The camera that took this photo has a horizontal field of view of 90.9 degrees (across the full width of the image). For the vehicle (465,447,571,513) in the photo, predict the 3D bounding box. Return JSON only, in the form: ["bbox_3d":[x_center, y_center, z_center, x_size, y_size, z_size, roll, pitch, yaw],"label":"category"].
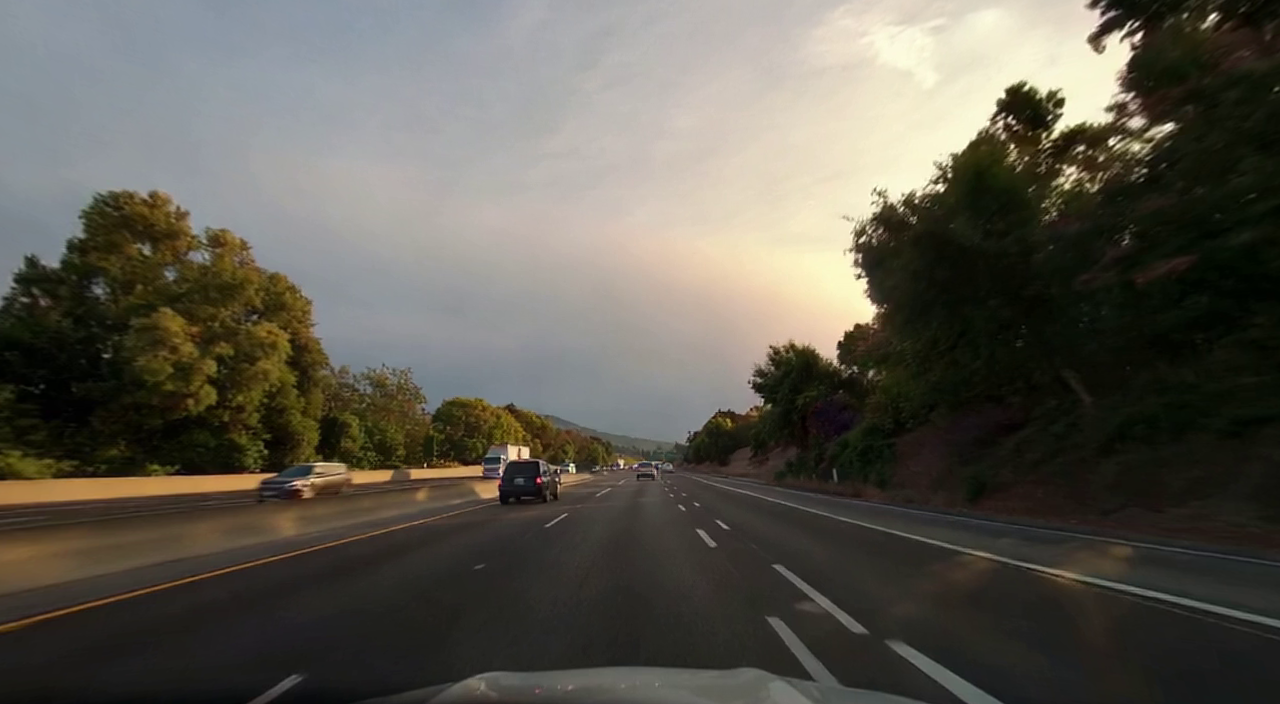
[{"bbox_3d":[-3.687,4.038,20.114,2.233,1.791,4.981,1,-10,1],"label":"vehicle"}]

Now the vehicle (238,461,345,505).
[{"bbox_3d":[-13.105,4.942,23.983,1.835,1.464,3.801,1,-11,1],"label":"vehicle"}]
